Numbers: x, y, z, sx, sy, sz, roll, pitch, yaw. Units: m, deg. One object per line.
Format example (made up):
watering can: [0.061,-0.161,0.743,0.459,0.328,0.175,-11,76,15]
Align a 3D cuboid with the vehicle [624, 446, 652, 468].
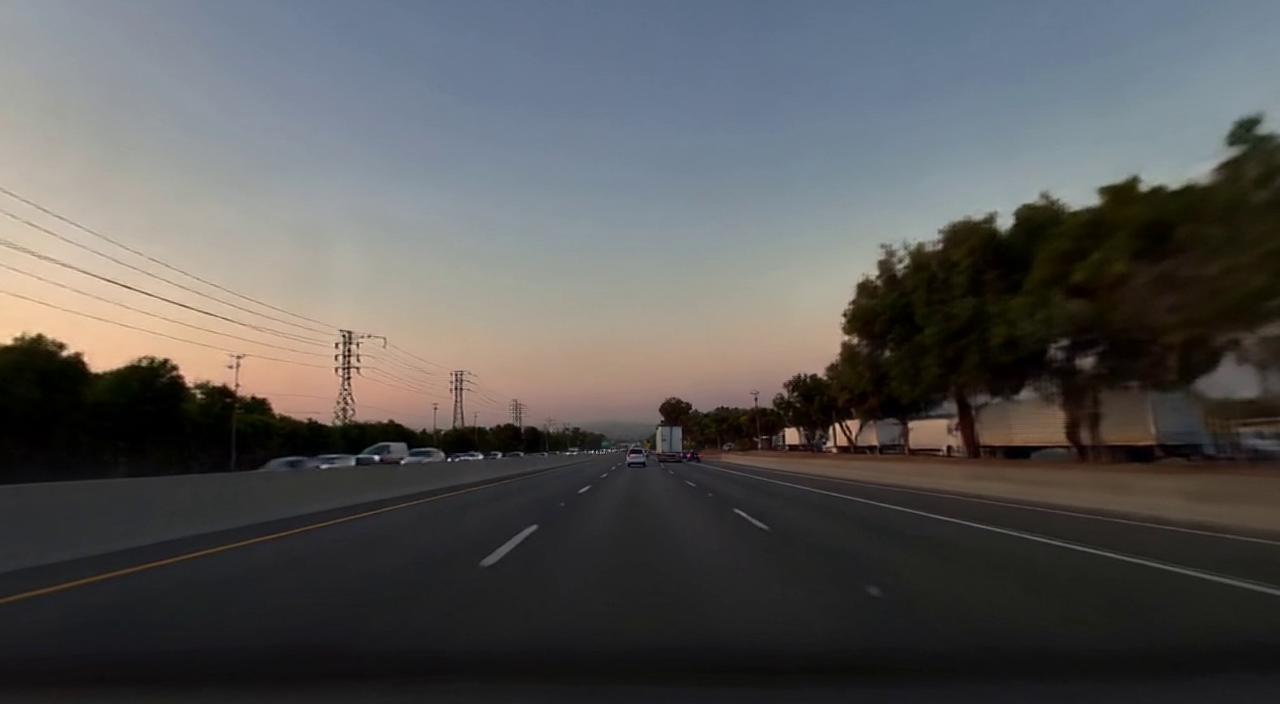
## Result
vehicle: [-0.167,8.152,48.869,2.111,1.599,3.859,0,-9,0]

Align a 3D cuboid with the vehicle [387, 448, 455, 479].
vehicle: [-11.728,6.003,34.143,1.950,1.505,4.757,0,-9,0]

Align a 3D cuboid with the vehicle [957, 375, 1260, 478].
vehicle: [23.697,4.399,34.725,2.915,4.218,17.329,0,-9,-2]

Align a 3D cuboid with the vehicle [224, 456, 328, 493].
vehicle: [-15.925,5.336,27.860,1.876,1.435,4.433,0,-9,1]
